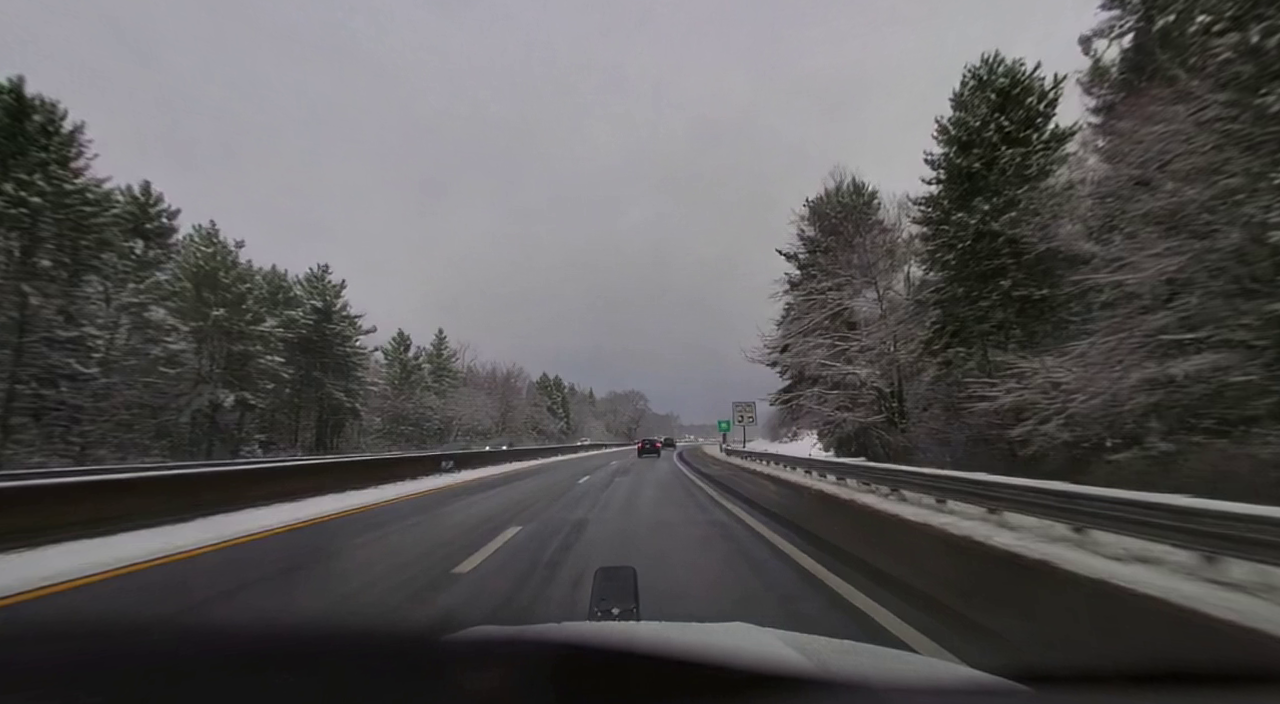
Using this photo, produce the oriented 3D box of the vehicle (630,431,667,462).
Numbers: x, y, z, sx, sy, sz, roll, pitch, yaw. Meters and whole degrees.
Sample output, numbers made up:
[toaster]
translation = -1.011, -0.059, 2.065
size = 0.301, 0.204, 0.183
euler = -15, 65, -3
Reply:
[vehicle]
translation = 0.550, 5.908, 39.441
size = 2.188, 1.825, 4.282
euler = -1, -8, 2
